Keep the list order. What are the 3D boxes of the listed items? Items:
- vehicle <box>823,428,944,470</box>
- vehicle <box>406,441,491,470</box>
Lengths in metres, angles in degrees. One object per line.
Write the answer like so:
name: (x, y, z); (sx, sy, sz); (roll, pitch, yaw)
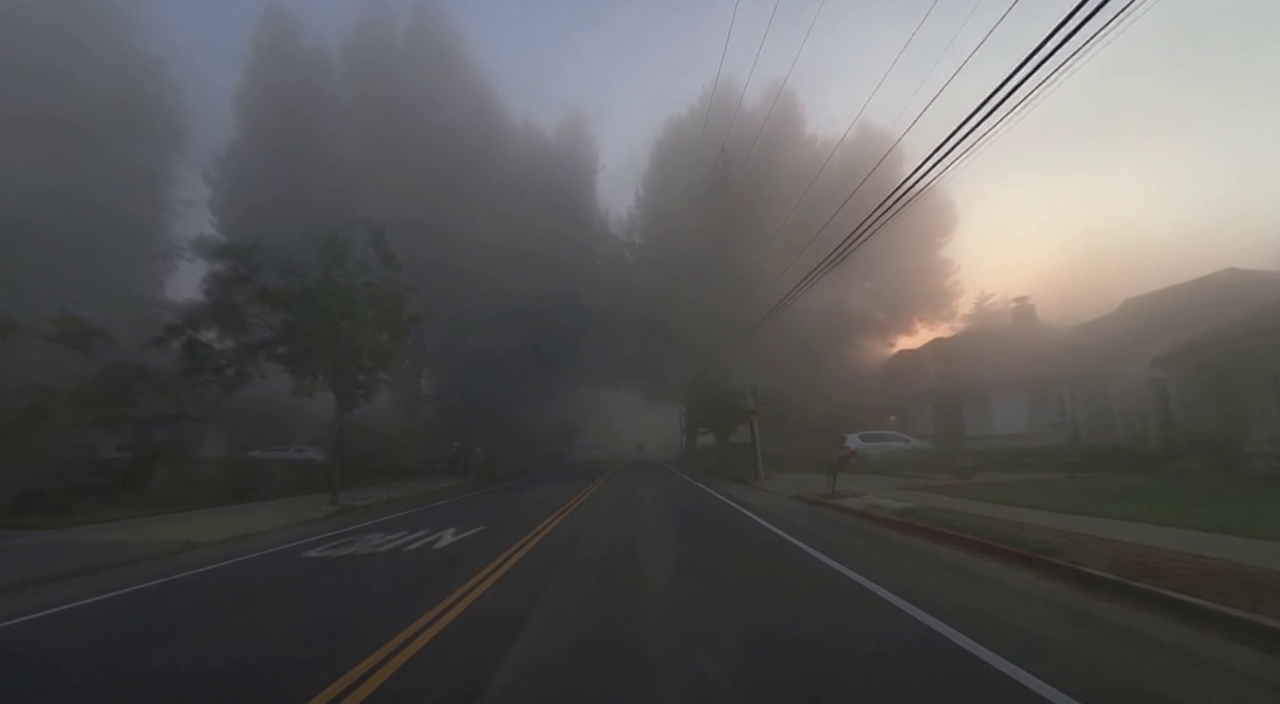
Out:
vehicle: (10.513, 4.224, 27.569); (4.449, 1.765, 1.917); (-1, -9, 3)
vehicle: (-12.665, 6.880, 41.967); (4.928, 1.848, 2.041); (0, -9, 0)
